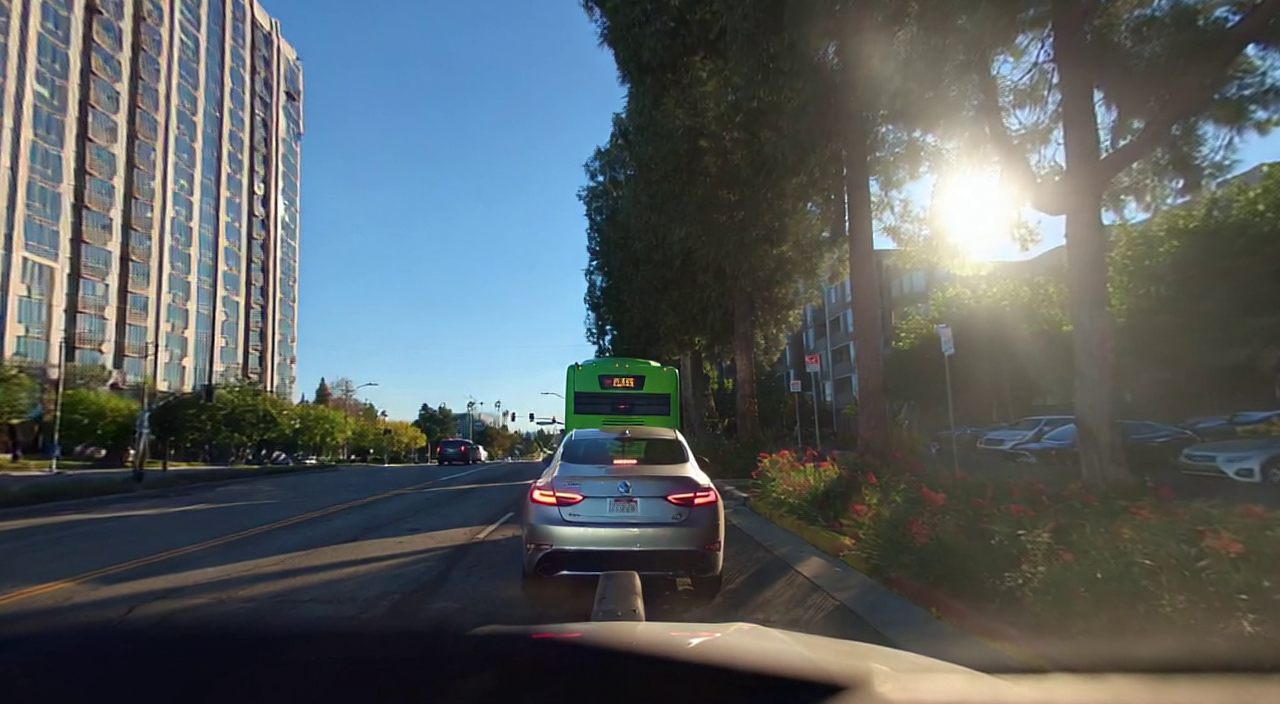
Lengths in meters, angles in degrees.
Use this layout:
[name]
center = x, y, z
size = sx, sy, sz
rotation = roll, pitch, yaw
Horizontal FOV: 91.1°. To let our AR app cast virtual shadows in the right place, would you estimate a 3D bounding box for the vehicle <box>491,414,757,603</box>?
[vehicle]
center = -0.171, 1.482, 6.933
size = 2.064, 1.452, 3.942
rotation = 0, -8, -1
